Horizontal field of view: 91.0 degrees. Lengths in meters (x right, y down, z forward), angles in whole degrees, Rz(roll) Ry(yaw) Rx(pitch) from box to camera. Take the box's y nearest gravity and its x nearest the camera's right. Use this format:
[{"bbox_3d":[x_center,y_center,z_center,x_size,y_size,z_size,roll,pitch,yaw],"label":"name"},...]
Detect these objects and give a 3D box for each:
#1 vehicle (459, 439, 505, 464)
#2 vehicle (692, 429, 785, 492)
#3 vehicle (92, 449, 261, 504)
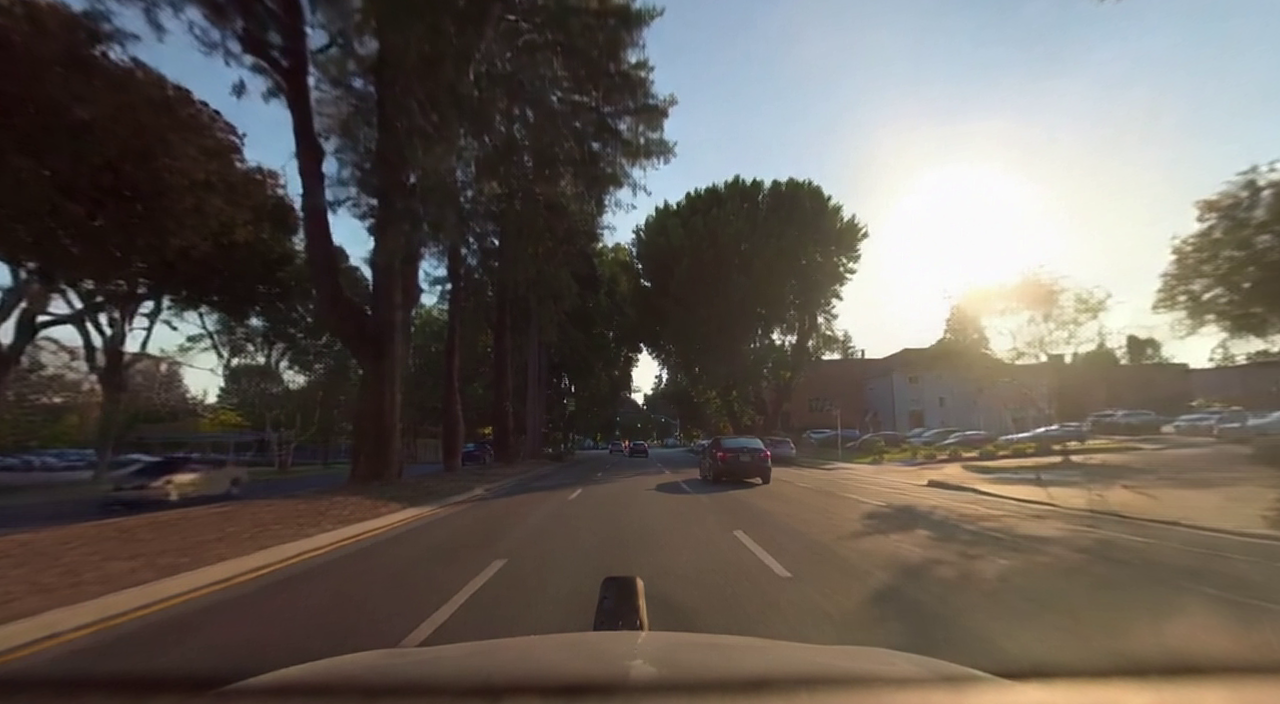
[{"bbox_3d":[-11.740,7.434,47.010,2.207,1.745,4.717,-1,-9,0],"label":"vehicle"},{"bbox_3d":[2.826,3.244,19.095,2.022,1.656,4.025,-1,-9,-2],"label":"vehicle"},{"bbox_3d":[-14.288,3.825,19.837,1.862,1.485,4.611,-1,-9,-1],"label":"vehicle"}]
